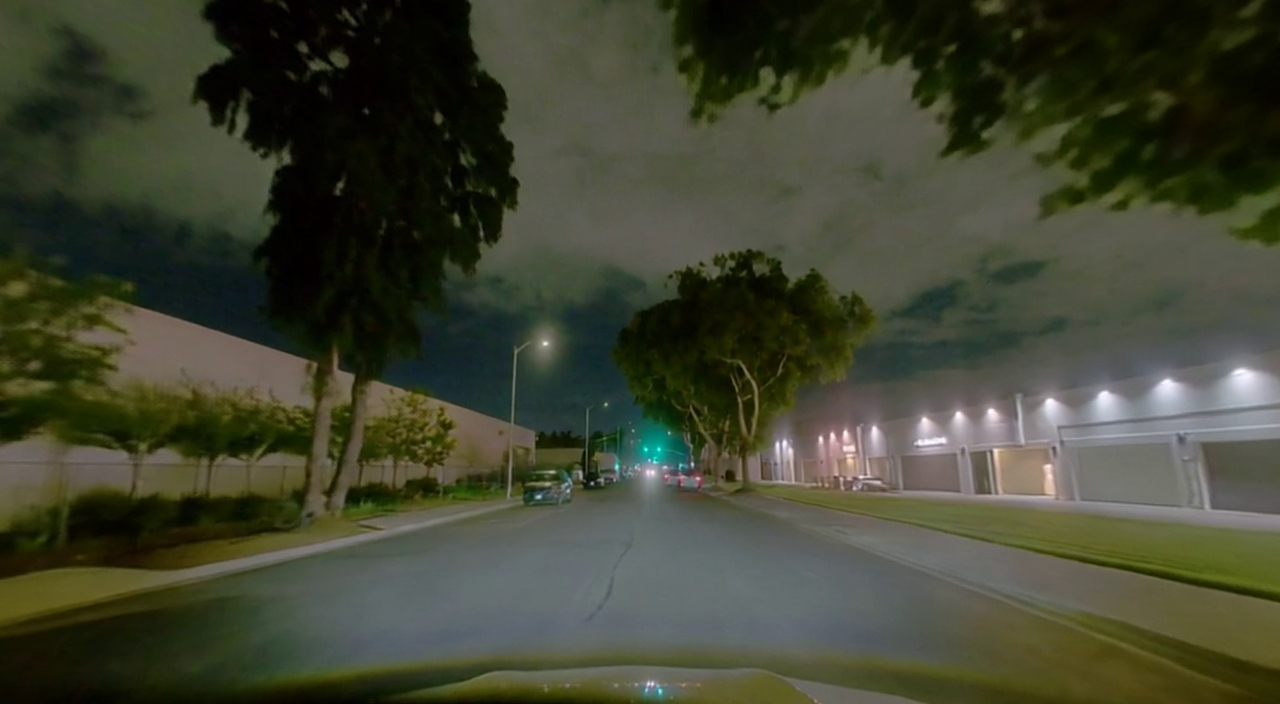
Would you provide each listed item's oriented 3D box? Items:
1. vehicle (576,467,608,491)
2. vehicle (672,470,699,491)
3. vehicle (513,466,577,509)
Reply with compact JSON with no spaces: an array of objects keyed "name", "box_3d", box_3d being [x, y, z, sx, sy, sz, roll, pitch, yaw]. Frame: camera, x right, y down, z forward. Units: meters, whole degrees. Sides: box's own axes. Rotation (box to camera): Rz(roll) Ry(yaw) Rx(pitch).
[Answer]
[{"name":"vehicle","box_3d":[-3.413,9.173,45.596,1.835,1.625,3.674,1,-11,3]},{"name":"vehicle","box_3d":[3.468,9.818,48.218,1.819,1.446,3.909,1,-11,1]},{"name":"vehicle","box_3d":[-4.010,5.782,27.276,1.927,1.580,4.556,-1,-9,2]}]
